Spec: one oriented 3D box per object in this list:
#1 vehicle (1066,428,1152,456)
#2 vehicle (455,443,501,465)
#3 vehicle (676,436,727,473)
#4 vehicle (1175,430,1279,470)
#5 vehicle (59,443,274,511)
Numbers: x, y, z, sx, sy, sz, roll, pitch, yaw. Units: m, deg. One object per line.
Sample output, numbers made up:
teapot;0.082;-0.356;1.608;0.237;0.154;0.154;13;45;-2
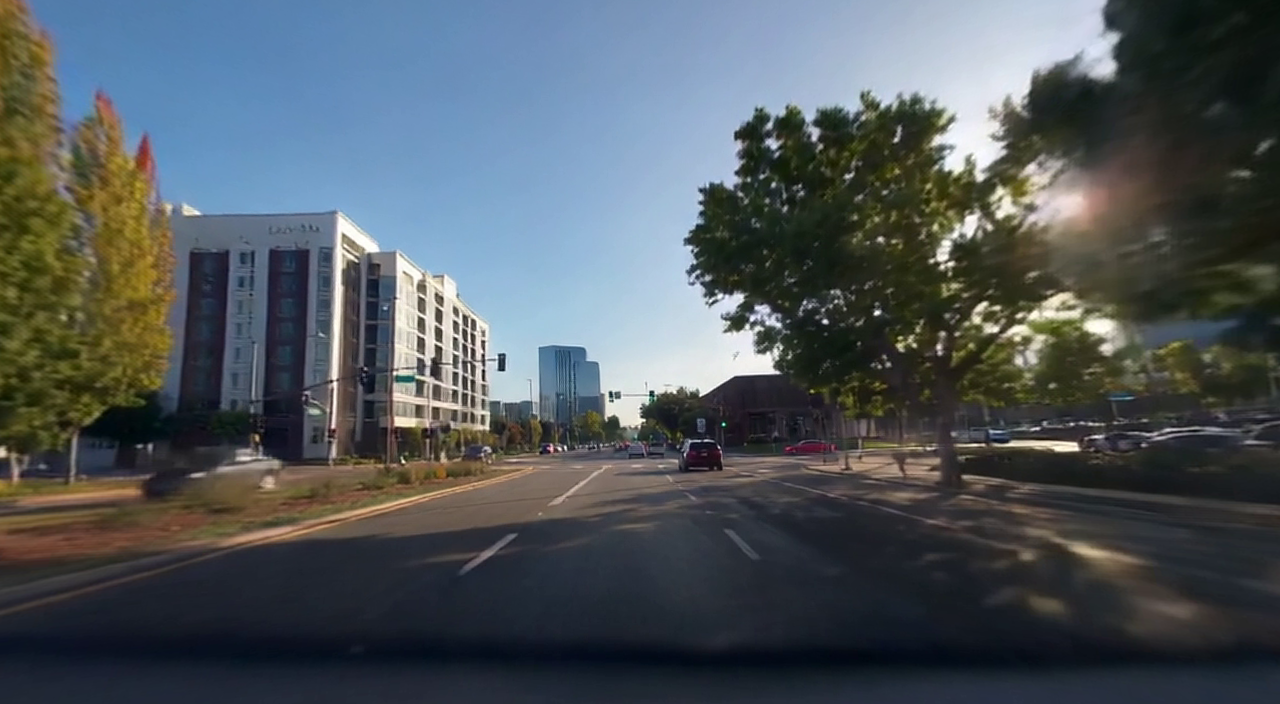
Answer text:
vehicle;25.464;4.924;34.493;1.828;1.384;3.794;-1;-8;2
vehicle;-11.791;7.452;46.290;2.059;1.503;4.483;-1;-8;1
vehicle;3.098;5.295;32.966;2.069;1.761;4.610;0;-8;-2
vehicle;22.622;3.668;23.670;3.536;1.412;1.727;0;-8;-1
vehicle;-12.019;3.152;16.580;2.005;1.493;4.682;-1;-8;0
